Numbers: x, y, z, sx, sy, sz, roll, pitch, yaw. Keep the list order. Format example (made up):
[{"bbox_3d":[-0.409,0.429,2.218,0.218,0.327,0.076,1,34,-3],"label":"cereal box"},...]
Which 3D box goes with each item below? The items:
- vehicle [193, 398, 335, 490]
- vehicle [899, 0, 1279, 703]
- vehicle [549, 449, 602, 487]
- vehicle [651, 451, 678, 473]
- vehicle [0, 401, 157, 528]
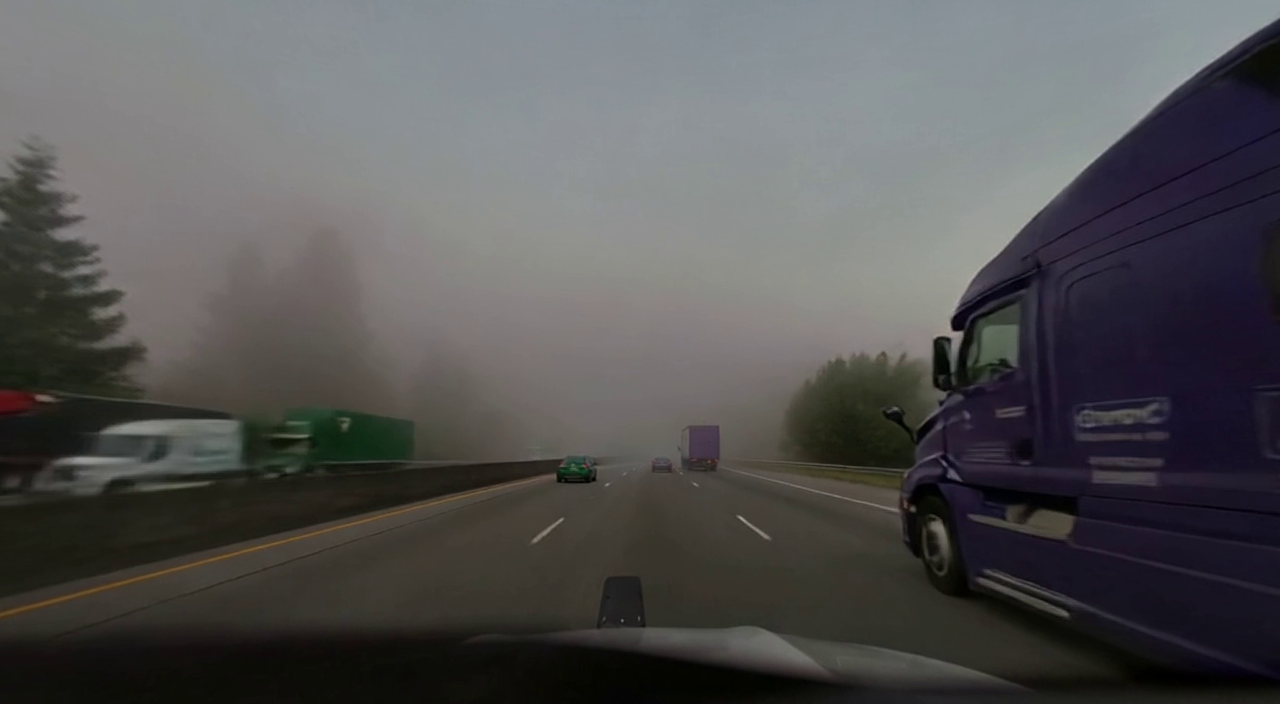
[{"bbox_3d":[-17.995,4.507,30.780,2.983,4.017,5.930,0,-9,1],"label":"vehicle"},{"bbox_3d":[4.454,0.051,3.960,3.020,3.962,5.781,0,-9,0],"label":"vehicle"},{"bbox_3d":[-2.835,5.205,28.647,1.960,1.579,4.384,0,-9,0],"label":"vehicle"},{"bbox_3d":[1.782,8.242,47.524,1.957,1.541,4.099,0,-9,1],"label":"vehicle"},{"bbox_3d":[-14.670,2.574,14.536,2.210,2.679,5.840,0,-9,2],"label":"vehicle"}]
